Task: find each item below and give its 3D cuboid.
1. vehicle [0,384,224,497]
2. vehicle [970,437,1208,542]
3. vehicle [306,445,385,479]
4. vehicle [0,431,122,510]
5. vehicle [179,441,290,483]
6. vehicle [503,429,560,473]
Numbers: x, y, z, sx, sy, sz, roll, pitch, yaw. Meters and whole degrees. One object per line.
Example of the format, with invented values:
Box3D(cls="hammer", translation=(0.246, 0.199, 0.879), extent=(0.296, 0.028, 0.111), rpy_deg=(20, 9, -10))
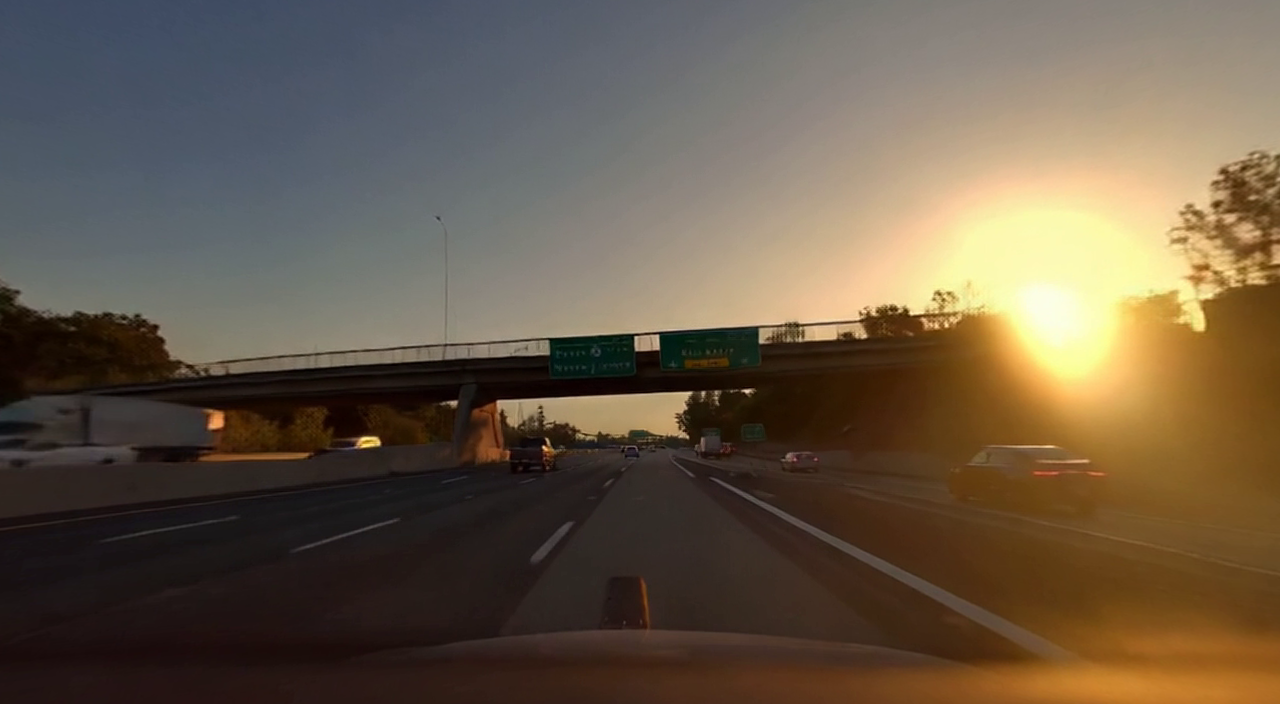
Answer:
Box3D(cls="vehicle", translation=(-19.858, 3.320, 23.584), extent=(3.085, 3.485, 7.854), rpy_deg=(0, -8, 1))
Box3D(cls="vehicle", translation=(9.548, 2.891, 14.025), extent=(2.146, 1.929, 4.388), rpy_deg=(-1, -8, 3))
Box3D(cls="vehicle", translation=(-16.171, 6.021, 34.947), extent=(2.051, 1.715, 4.579), rpy_deg=(0, -8, 2))
Box3D(cls="vehicle", translation=(-16.208, 2.964, 15.925), extent=(2.074, 1.862, 4.805), rpy_deg=(0, -8, 1))
Box3D(cls="vehicle", translation=(-24.230, 6.551, 38.094), extent=(2.412, 2.274, 6.038), rpy_deg=(-1, -8, 3))
Box3D(cls="vehicle", translation=(-6.364, 5.891, 37.664), extent=(2.264, 2.379, 5.248), rpy_deg=(0, -8, 2))
